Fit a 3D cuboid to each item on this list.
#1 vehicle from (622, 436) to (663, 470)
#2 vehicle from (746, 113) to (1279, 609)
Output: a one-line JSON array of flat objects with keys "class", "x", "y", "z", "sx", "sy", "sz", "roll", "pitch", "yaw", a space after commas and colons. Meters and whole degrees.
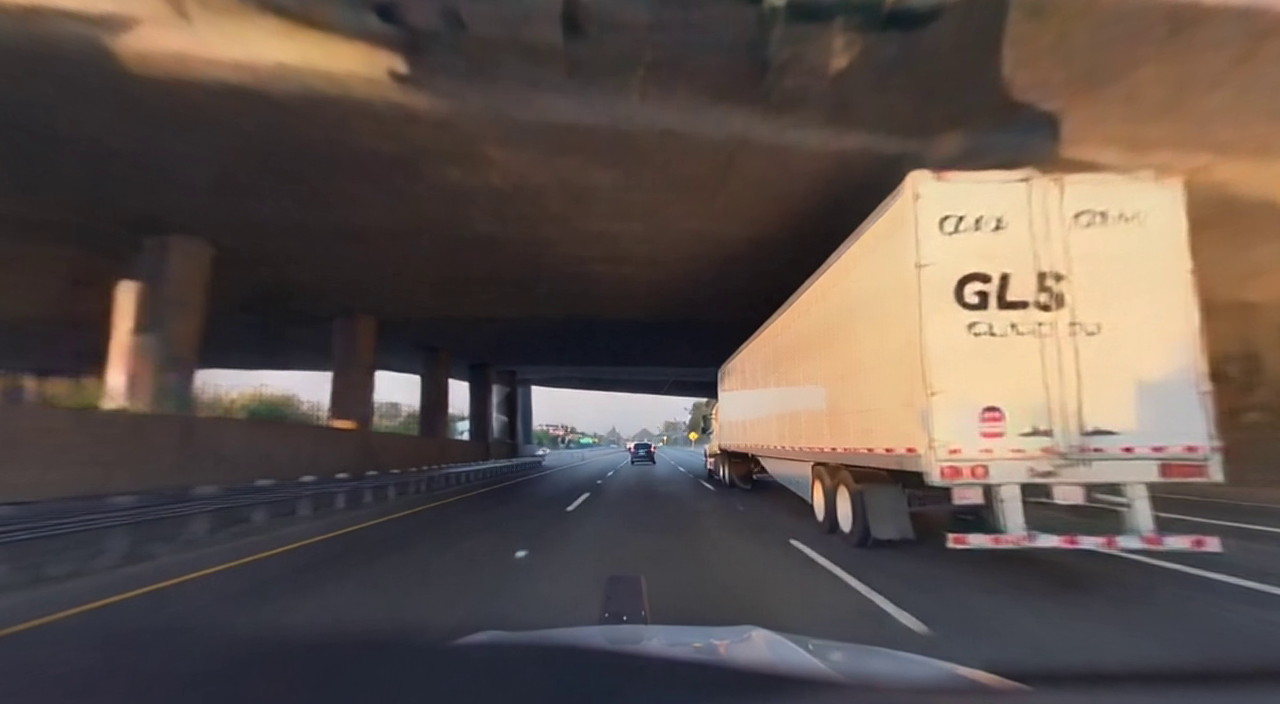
[{"class": "vehicle", "x": 0.123, "y": 5.403, "z": 33.857, "sx": 2.050, "sy": 1.654, "sz": 4.192, "roll": 0, "pitch": -8, "yaw": 0}, {"class": "vehicle", "x": 4.176, "y": 0.702, "z": 10.246, "sx": 3.014, "sy": 4.068, "sz": 10.359, "roll": 0, "pitch": -8, "yaw": 0}]
